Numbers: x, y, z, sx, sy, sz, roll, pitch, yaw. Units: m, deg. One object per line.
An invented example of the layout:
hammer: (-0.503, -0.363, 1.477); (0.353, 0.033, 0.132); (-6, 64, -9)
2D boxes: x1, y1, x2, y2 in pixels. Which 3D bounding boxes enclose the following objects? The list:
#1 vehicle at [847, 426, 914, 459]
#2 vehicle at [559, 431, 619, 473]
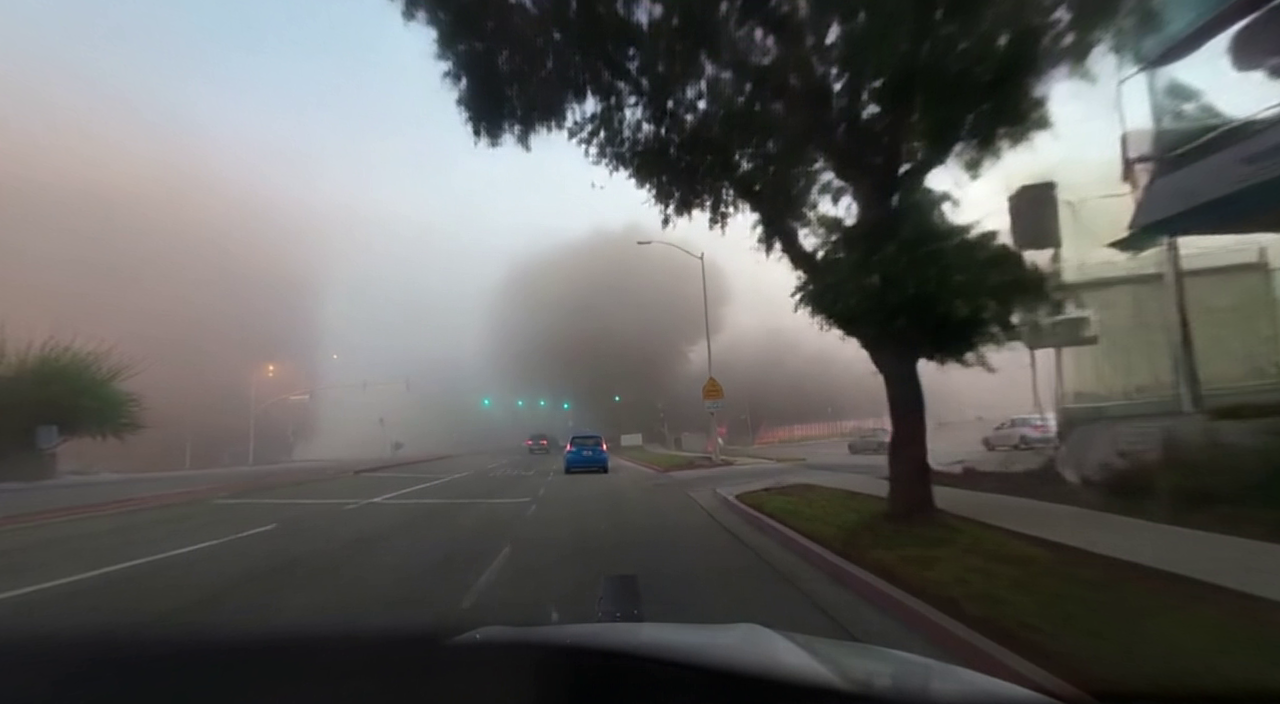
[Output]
vehicle: (16.581, 6.323, 43.665); (1.932, 1.762, 4.835); (1, -13, -11)
vehicle: (-2.146, 4.047, 25.788); (2.231, 1.572, 4.227); (1, -8, -6)
